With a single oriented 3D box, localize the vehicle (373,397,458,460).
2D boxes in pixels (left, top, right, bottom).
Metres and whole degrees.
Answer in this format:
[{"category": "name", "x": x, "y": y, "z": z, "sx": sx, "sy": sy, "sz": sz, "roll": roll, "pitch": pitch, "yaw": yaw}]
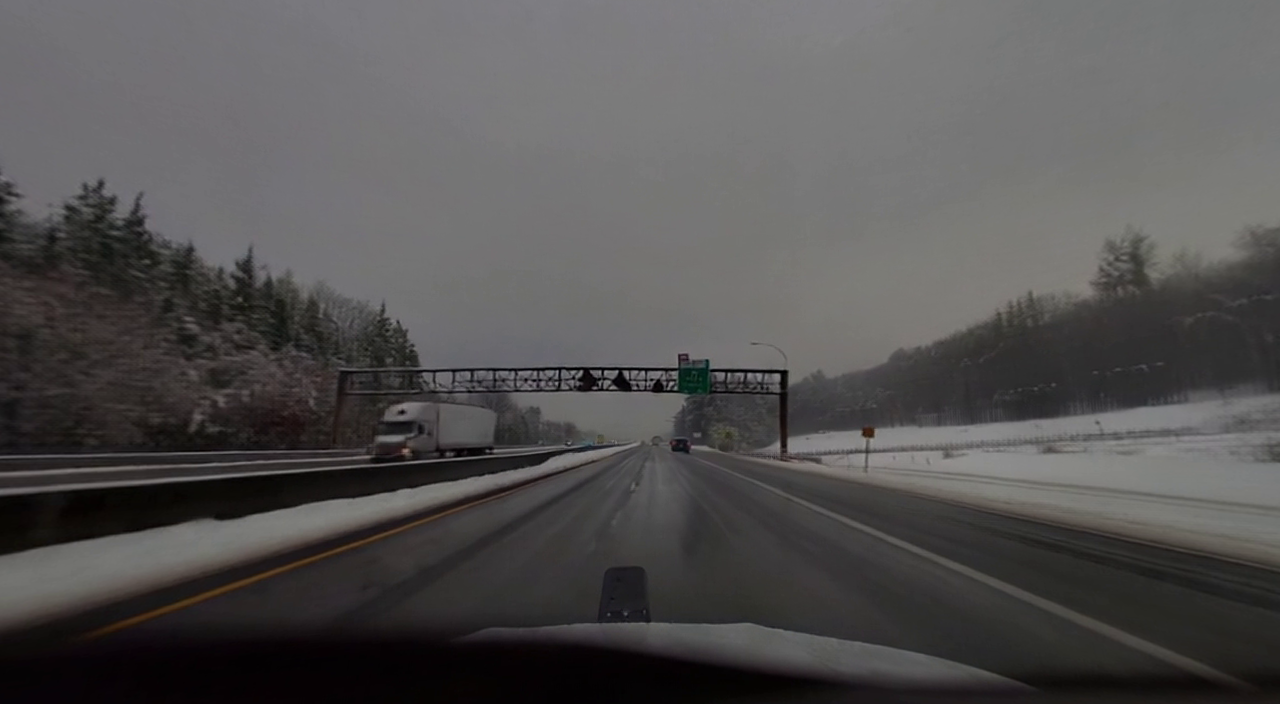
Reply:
[{"category": "vehicle", "x": -14.893, "y": 5.200, "z": 42.262, "sx": 3.314, "sy": 3.921, "sz": 5.842, "roll": 0, "pitch": -8, "yaw": 2}]
